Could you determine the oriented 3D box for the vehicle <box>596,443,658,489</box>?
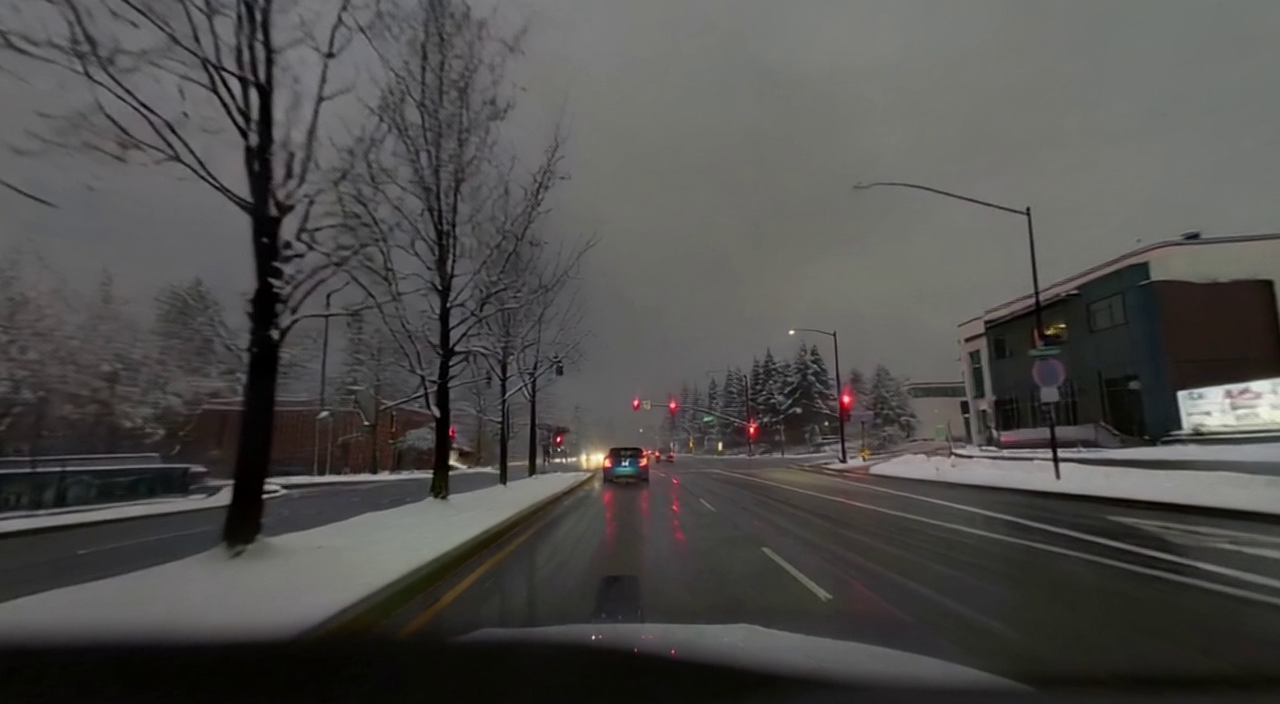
[{"bbox_3d":[-0.470,4.388,24.639,2.181,1.639,4.127,0,-9,0],"label":"vehicle"}]
